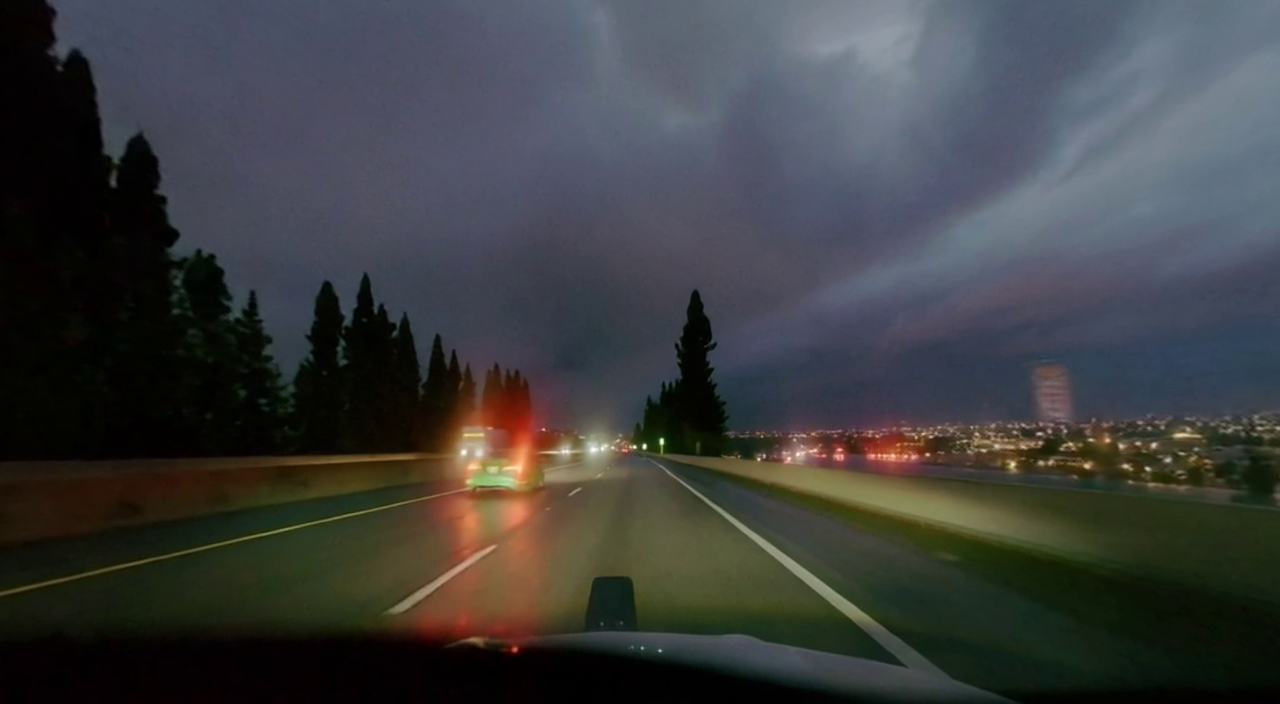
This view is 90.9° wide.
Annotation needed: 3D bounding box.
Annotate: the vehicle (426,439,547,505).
[{"bbox_3d":[-4.004,3.243,17.396,2.083,1.560,4.713,0,-9,1],"label":"vehicle"}]
